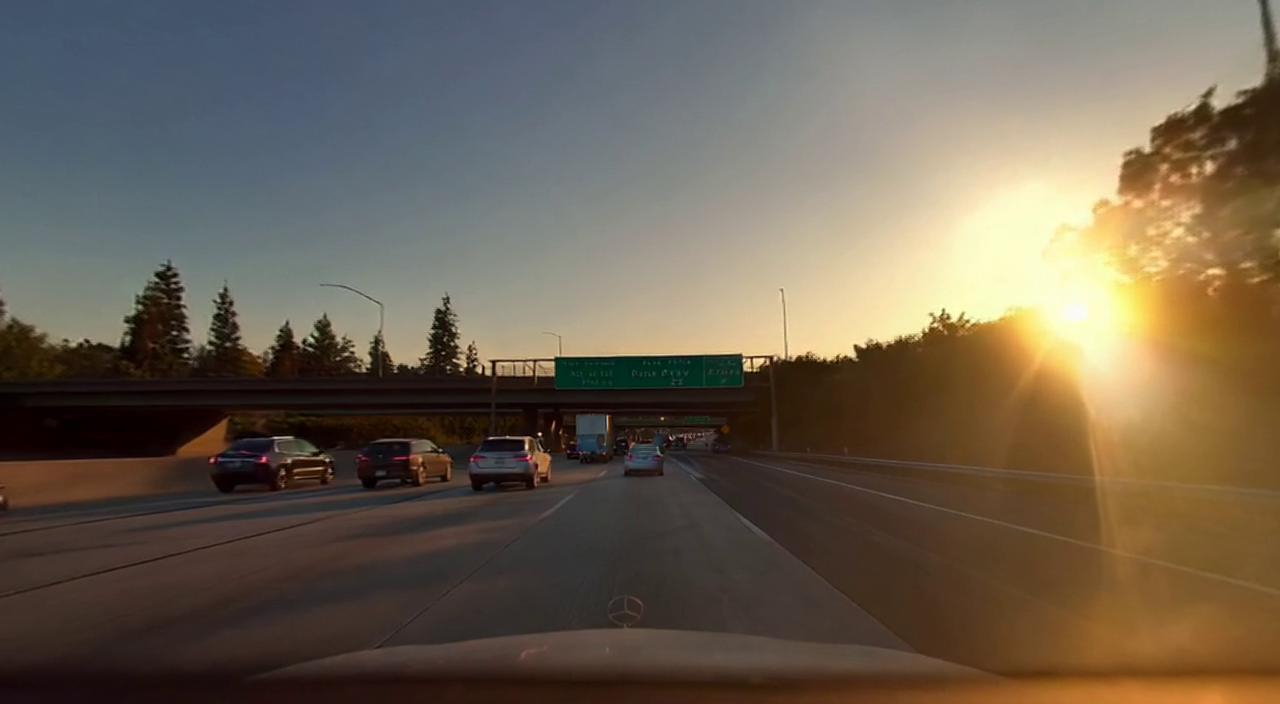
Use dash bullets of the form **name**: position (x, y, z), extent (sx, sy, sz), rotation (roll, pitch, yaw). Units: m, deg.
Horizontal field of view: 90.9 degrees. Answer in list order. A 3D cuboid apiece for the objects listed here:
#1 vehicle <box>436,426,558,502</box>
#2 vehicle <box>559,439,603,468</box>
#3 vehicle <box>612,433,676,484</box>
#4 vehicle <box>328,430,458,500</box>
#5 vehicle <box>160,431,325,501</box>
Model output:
- **vehicle**: position (-3.695, 2.986, 17.224), extent (2.125, 1.792, 4.466), rotation (0, -8, 2)
- **vehicle**: position (-3.567, 6.263, 39.124), extent (2.243, 1.683, 4.178), rotation (0, -8, 1)
- **vehicle**: position (0.166, 3.891, 23.322), extent (2.180, 1.716, 3.920), rotation (0, -8, 1)
- **vehicle**: position (-6.934, 3.198, 18.283), extent (1.998, 1.770, 4.222), rotation (0, -8, 1)
- **vehicle**: position (-11.146, 3.206, 18.148), extent (1.871, 1.747, 4.342), rotation (0, -8, 0)
